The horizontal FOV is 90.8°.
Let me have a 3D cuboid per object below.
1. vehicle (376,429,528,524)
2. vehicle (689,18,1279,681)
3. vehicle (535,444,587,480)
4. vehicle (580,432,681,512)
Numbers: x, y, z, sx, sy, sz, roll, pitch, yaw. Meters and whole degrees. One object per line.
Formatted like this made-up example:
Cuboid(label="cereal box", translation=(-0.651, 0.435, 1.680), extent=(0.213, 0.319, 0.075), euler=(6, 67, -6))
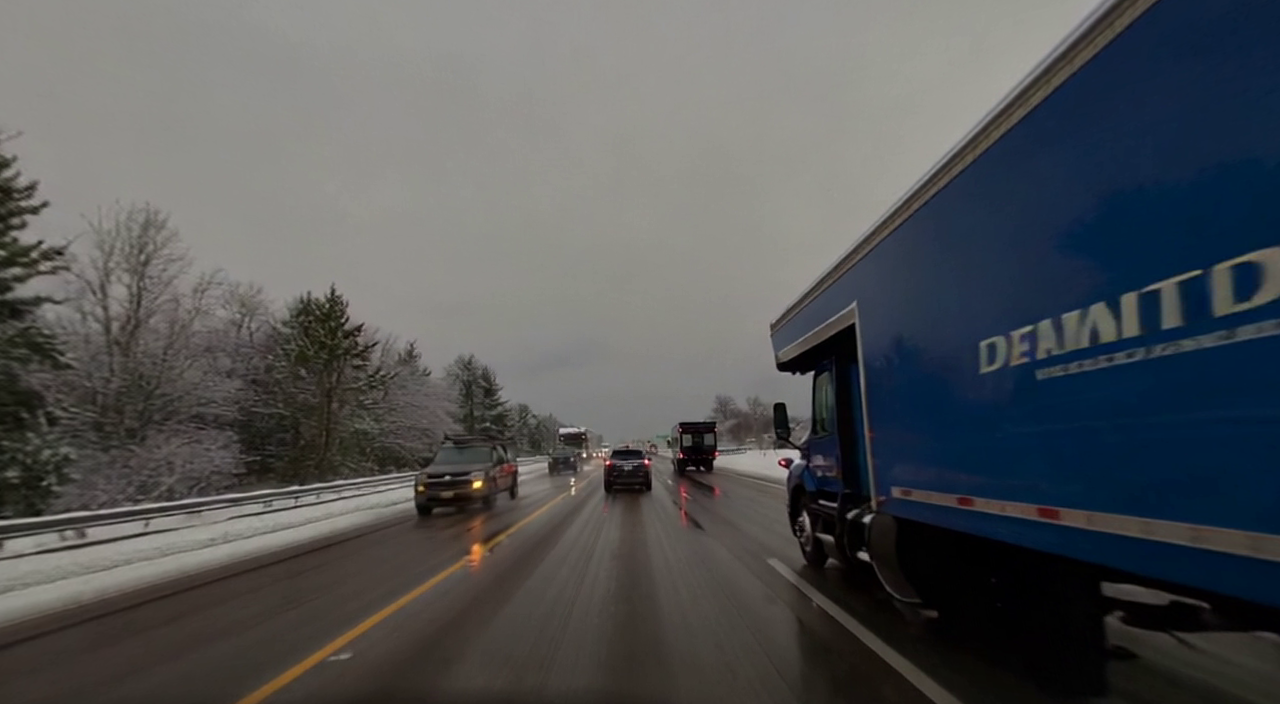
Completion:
Cuboid(label="vehicle", translation=(-3.887, 2.653, 13.916), extent=(1.986, 1.733, 4.209), euler=(0, -9, 1))
Cuboid(label="vehicle", translation=(2.999, 1.025, 11.679), extent=(2.934, 4.123, 15.785), euler=(0, -9, 0))
Cuboid(label="vehicle", translation=(-4.019, 5.654, 32.756), extent=(2.074, 1.717, 4.089), euler=(0, -9, 1))
Cuboid(label="vehicle", translation=(-0.245, 2.957, 15.944), extent=(2.201, 1.719, 4.058), euler=(0, -9, -1))
